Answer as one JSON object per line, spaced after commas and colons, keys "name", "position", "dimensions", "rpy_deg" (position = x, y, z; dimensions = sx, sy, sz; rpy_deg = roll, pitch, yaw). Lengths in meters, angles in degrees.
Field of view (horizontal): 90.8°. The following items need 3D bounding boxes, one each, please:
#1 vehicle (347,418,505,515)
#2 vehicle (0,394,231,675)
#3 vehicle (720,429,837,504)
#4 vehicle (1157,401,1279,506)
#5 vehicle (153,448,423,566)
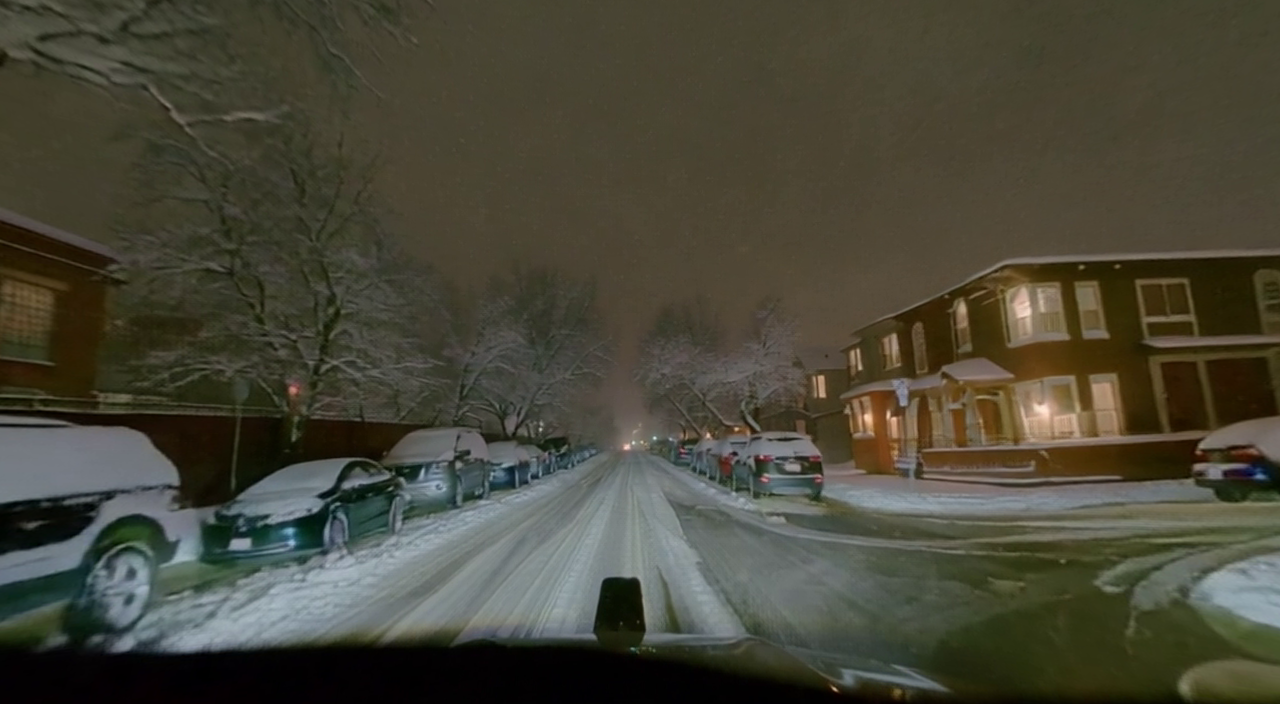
{"name": "vehicle", "position": [-5.335, 2.932, 16.758], "dimensions": [2.390, 2.123, 5.371], "rpy_deg": [0, -8, -1]}
{"name": "vehicle", "position": [-5.279, 1.218, 4.232], "dimensions": [2.042, 1.850, 4.758], "rpy_deg": [0, -8, -3]}
{"name": "vehicle", "position": [3.491, 2.984, 16.951], "dimensions": [1.994, 1.710, 4.699], "rpy_deg": [0, -8, -1]}
{"name": "vehicle", "position": [11.376, 1.629, 10.255], "dimensions": [4.336, 1.520, 1.876], "rpy_deg": [0, -8, -2]}
{"name": "vehicle", "position": [-5.286, 2.328, 10.395], "dimensions": [1.858, 1.456, 4.587], "rpy_deg": [0, -8, -1]}
